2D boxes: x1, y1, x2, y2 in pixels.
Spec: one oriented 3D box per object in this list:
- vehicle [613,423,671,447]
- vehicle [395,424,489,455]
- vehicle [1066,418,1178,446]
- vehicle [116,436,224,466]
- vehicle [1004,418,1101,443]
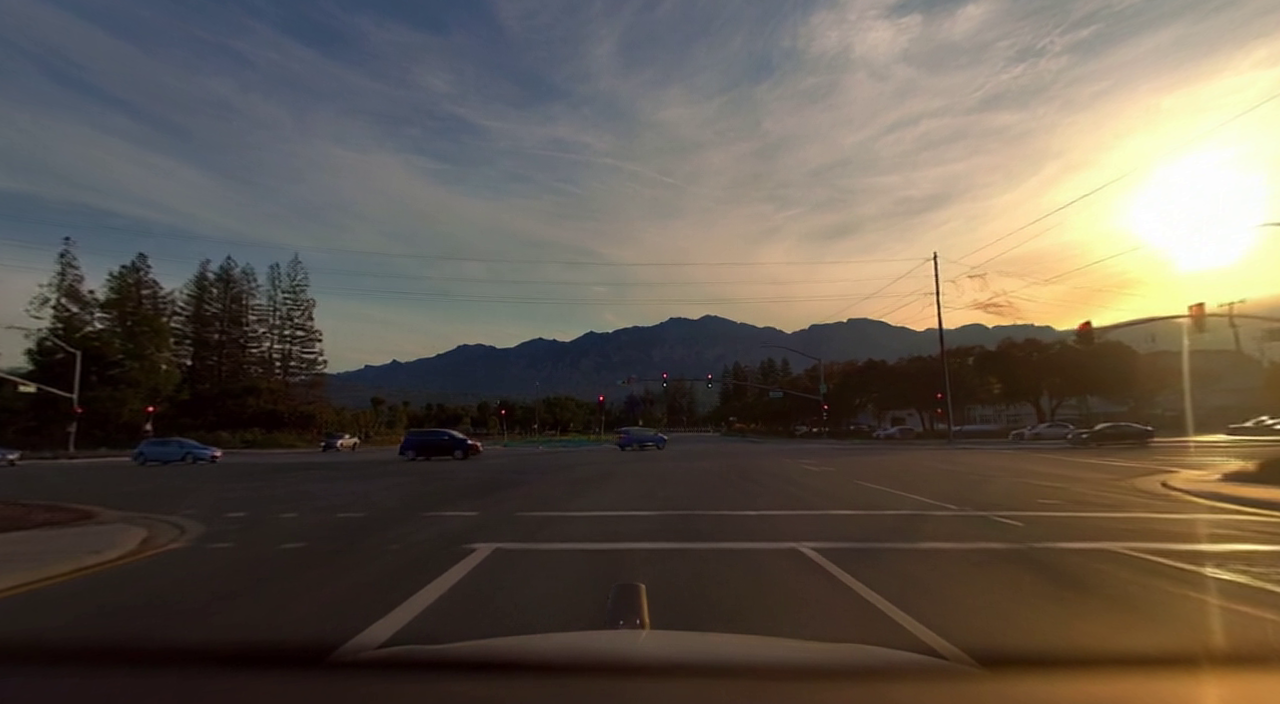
[{"bbox_3d":[0.230,6.473,49.006,2.020,1.713,4.547,-7,-11,40],"label":"vehicle"},{"bbox_3d":[-12.102,5.355,38.594,5.228,1.805,2.246,3,-9,-23],"label":"vehicle"},{"bbox_3d":[27.390,4.576,36.013,4.778,1.495,1.959,0,-8,0],"label":"vehicle"},{"bbox_3d":[-25.754,5.405,34.732,4.218,1.542,2.044,1,-8,-6],"label":"vehicle"},{"bbox_3d":[28.287,5.420,43.438,5.100,1.680,2.055,0,-8,1],"label":"vehicle"}]
